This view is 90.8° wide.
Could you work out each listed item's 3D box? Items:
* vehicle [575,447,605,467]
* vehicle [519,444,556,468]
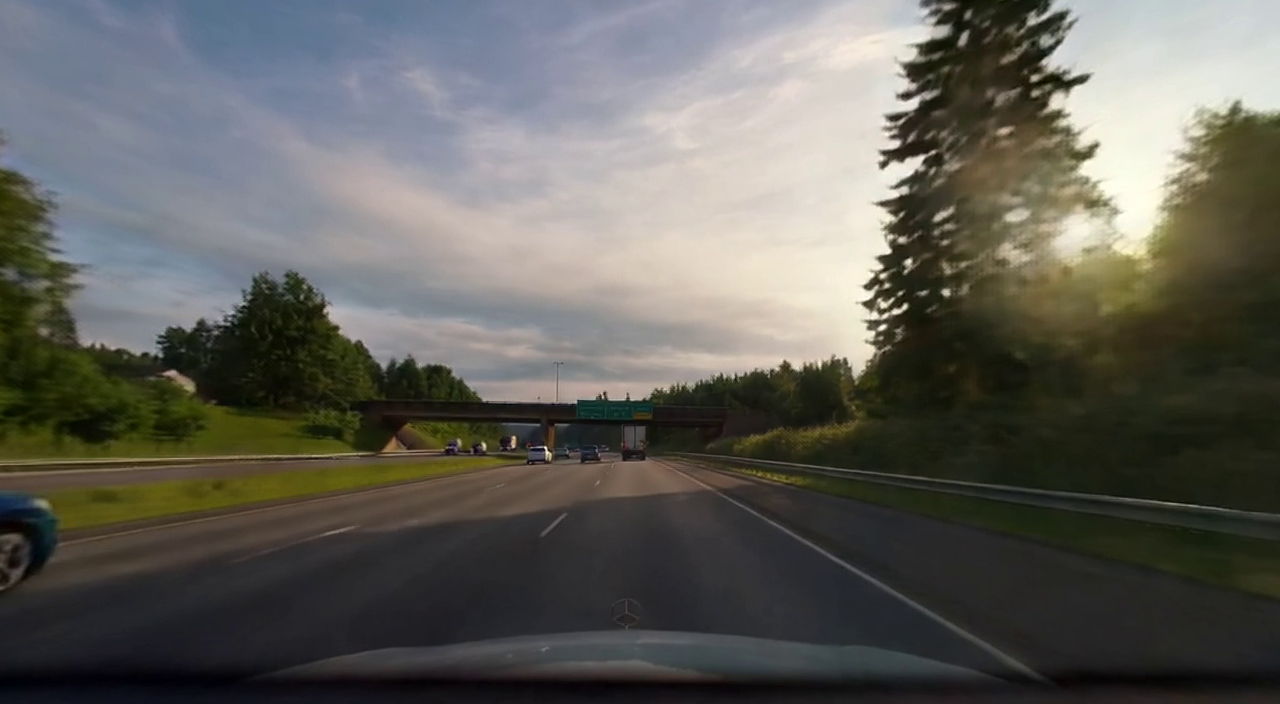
[{"bbox_3d":[-3.889,8.272,49.811,2.073,1.472,4.091,0,-9,-1],"label":"vehicle"},{"bbox_3d":[-7.456,7.619,46.314,2.014,1.633,4.090,0,-9,-1],"label":"vehicle"}]
